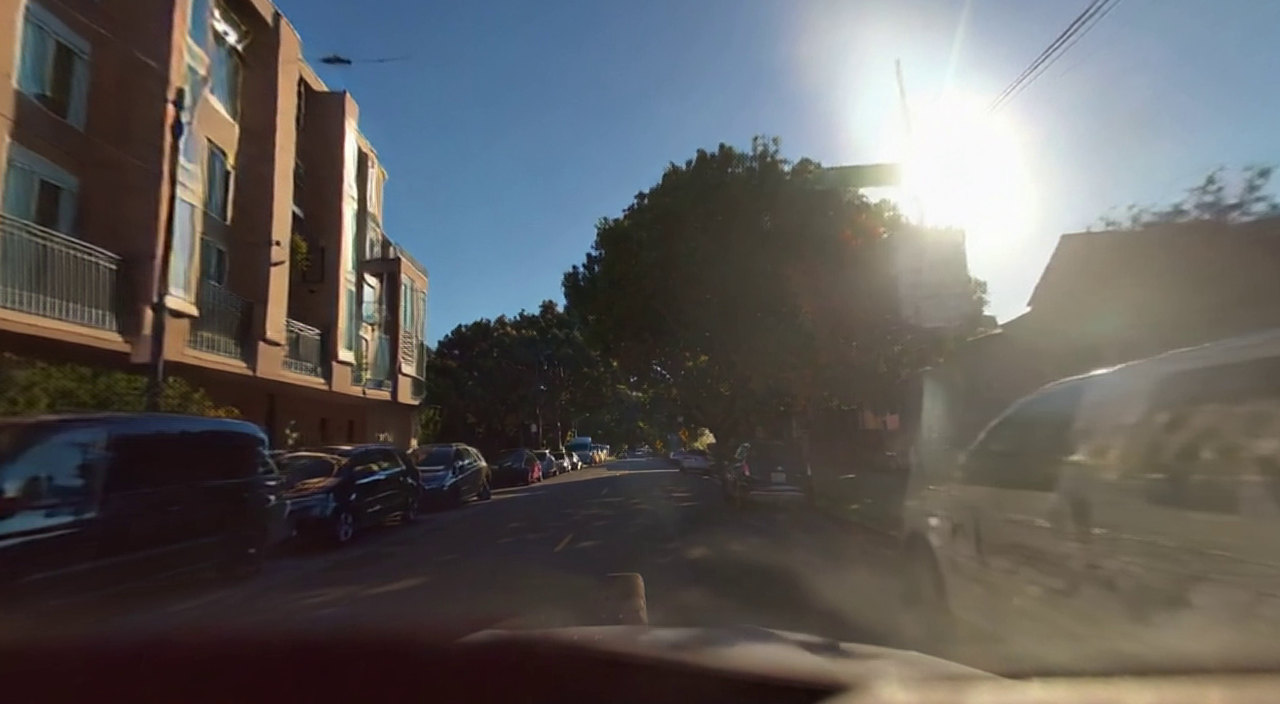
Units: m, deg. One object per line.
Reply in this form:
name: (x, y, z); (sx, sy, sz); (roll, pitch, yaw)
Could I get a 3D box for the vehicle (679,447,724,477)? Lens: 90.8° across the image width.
vehicle: (3.161, 5.761, 33.387); (1.835, 1.490, 4.134); (0, -8, -2)

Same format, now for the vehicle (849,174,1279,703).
vehicle: (2.798, 0.599, 2.140); (2.259, 2.119, 5.281); (-1, -2, -2)

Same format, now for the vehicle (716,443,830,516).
vehicle: (3.034, 2.967, 15.288); (1.903, 1.512, 3.900); (0, -8, 0)

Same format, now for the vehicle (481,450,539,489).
vehicle: (-5.341, 4.851, 26.363); (1.722, 1.491, 3.431); (0, -8, 0)

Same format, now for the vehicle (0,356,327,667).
vehicle: (-5.426, 1.364, 5.874); (2.196, 2.059, 5.748); (-2, -9, -1)
